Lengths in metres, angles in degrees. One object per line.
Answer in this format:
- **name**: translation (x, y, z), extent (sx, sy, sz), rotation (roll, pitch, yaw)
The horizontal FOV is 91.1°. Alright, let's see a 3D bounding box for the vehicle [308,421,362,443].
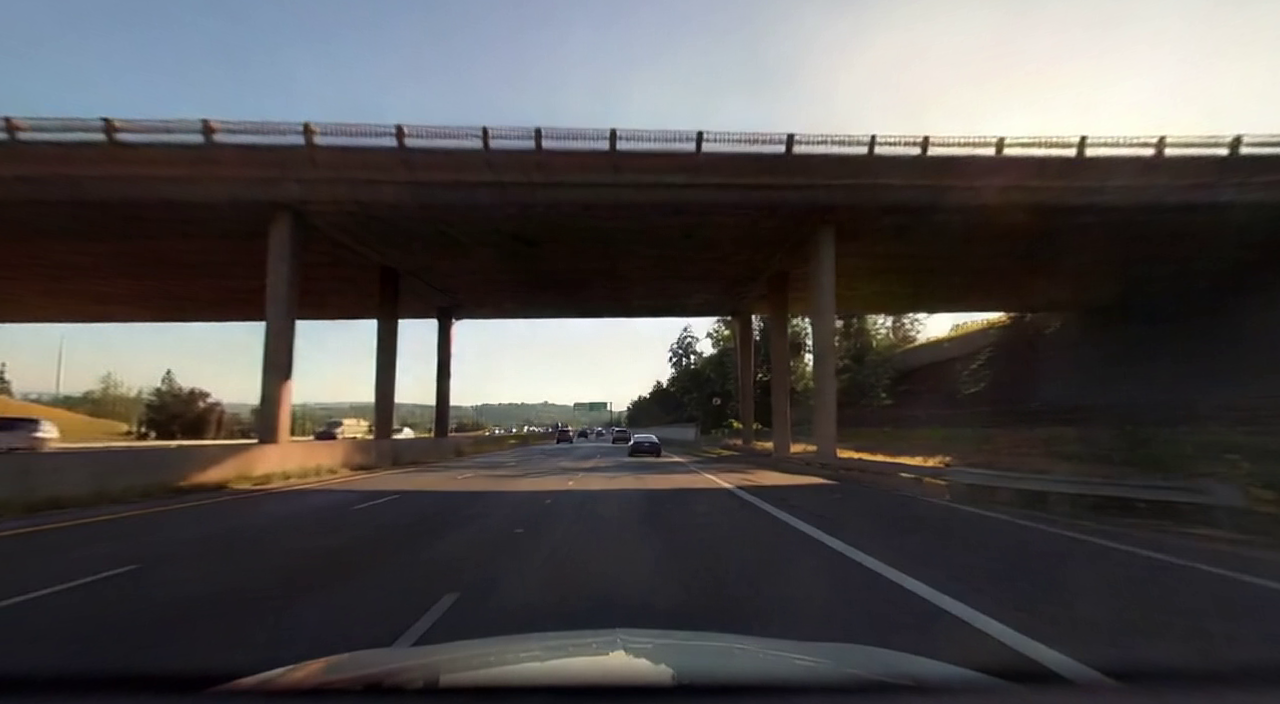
- **vehicle**: translation (-21.924, 5.790, 45.373), extent (1.859, 1.480, 4.314), rotation (0, -8, -3)

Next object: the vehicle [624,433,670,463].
- **vehicle**: translation (0.264, 4.536, 30.044), extent (1.999, 1.329, 3.913), rotation (0, -8, -2)
